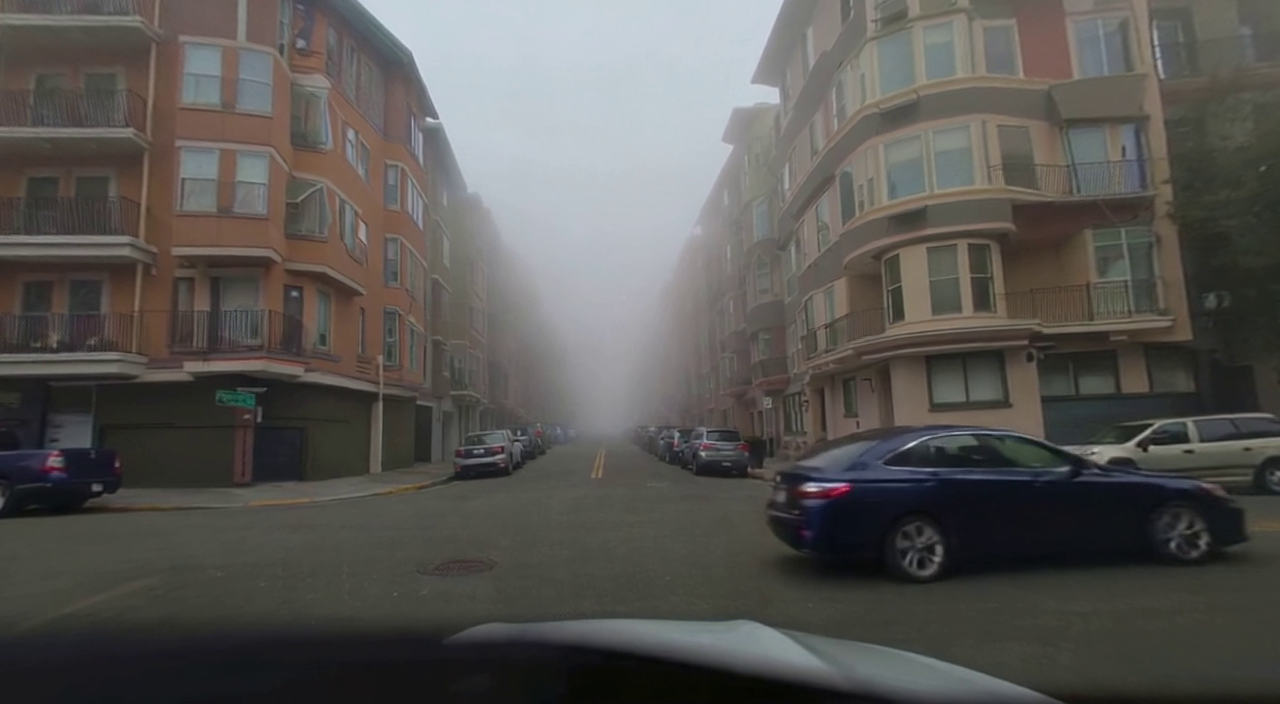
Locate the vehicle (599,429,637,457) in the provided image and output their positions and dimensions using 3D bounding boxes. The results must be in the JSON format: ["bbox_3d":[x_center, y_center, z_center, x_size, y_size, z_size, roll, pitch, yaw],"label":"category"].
[{"bbox_3d":[-1.378,5.831,40.597,2.341,1.675,4.360,0,-8,-1],"label":"vehicle"}]

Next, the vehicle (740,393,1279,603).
[{"bbox_3d":[3.432,1.258,6.091,4.469,1.566,1.993,1,-7,-8],"label":"vehicle"}]

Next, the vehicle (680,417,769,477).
[{"bbox_3d":[2.326,2.752,18.371,1.868,1.544,3.869,1,-8,-3],"label":"vehicle"}]

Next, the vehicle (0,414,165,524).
[{"bbox_3d":[-11.045,1.869,10.392,4.679,1.631,2.025,1,-8,-2],"label":"vehicle"}]

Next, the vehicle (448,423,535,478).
[{"bbox_3d":[-4.226,2.858,18.488,1.882,1.459,3.518,1,-8,-4],"label":"vehicle"}]
